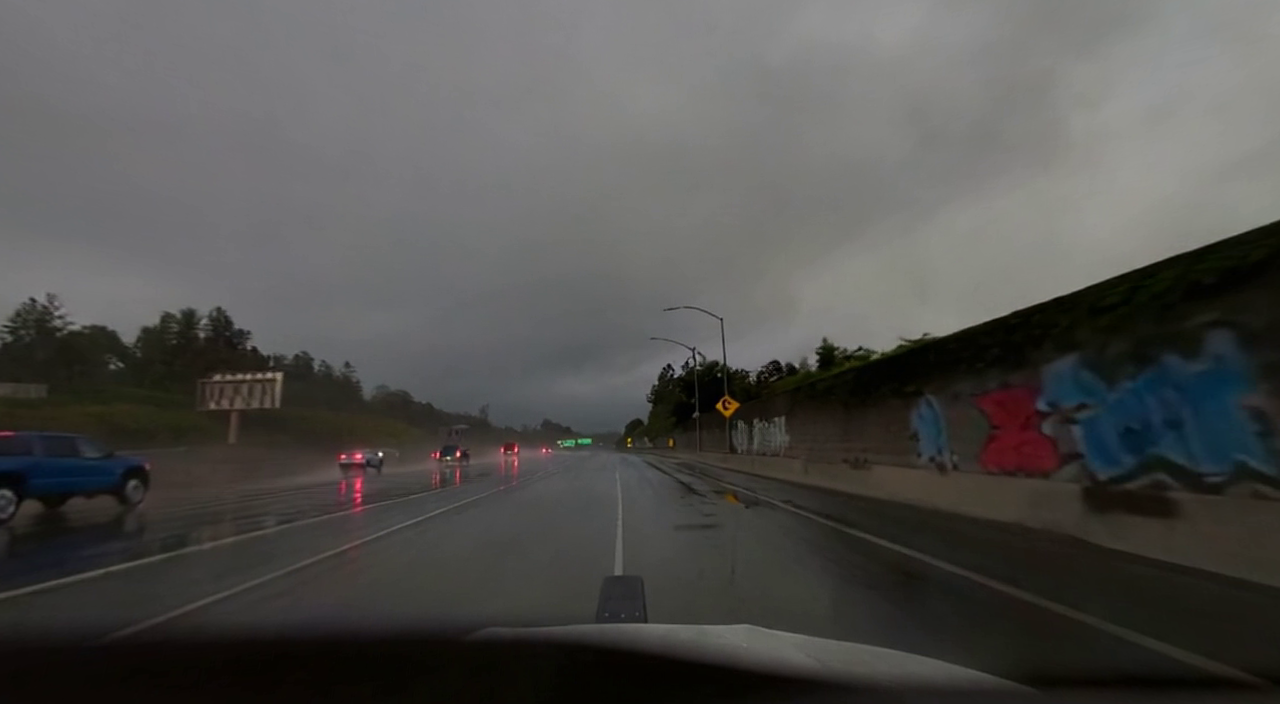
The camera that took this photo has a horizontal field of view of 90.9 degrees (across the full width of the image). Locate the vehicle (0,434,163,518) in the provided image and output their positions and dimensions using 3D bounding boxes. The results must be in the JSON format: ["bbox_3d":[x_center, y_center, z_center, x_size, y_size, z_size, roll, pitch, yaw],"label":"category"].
[{"bbox_3d":[-16.197,3.200,16.655,2.402,1.940,6.283,0,-9,-1],"label":"vehicle"}]
